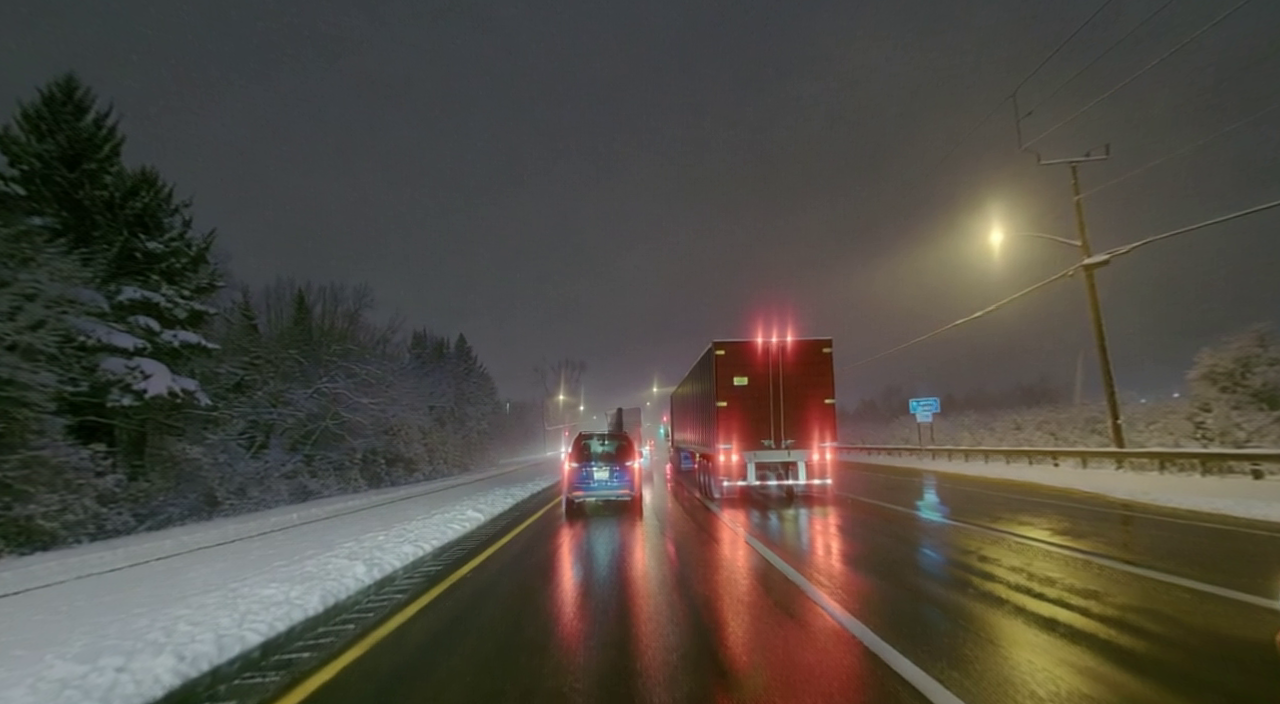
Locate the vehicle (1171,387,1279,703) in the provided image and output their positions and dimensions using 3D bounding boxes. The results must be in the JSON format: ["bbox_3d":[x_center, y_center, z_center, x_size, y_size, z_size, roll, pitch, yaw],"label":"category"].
[{"bbox_3d":[3.550,0.624,0.616,1.960,1.515,4.713,0,-8,0],"label":"vehicle"}]

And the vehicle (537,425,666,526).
[{"bbox_3d":[-0.619,2.221,11.875,2.009,1.554,4.013,0,-8,-1],"label":"vehicle"}]

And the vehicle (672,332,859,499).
[{"bbox_3d":[3.629,2.782,24.523,3.591,4.290,16.696,0,-8,-1],"label":"vehicle"}]
